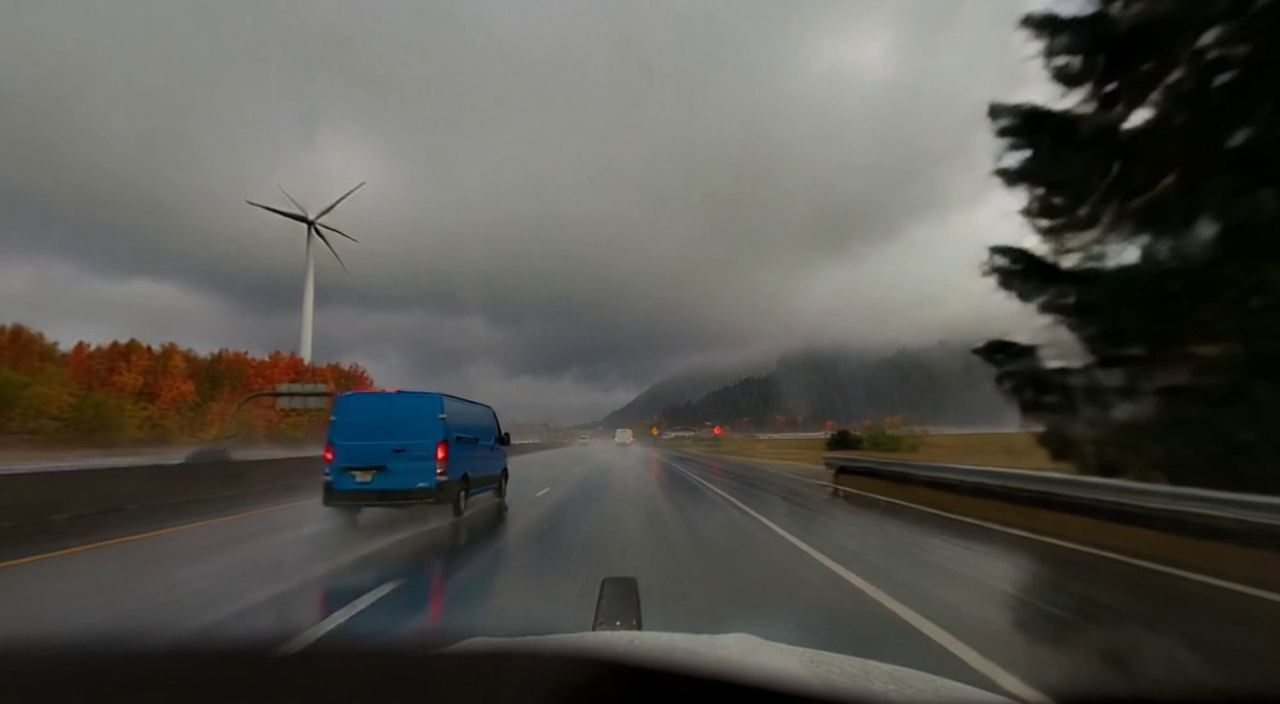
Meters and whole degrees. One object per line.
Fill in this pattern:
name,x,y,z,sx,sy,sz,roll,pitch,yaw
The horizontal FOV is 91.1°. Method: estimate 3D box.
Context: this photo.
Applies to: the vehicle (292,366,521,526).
vehicle,-3.899,1.709,11.790,2.303,2.323,5.089,0,-8,0
